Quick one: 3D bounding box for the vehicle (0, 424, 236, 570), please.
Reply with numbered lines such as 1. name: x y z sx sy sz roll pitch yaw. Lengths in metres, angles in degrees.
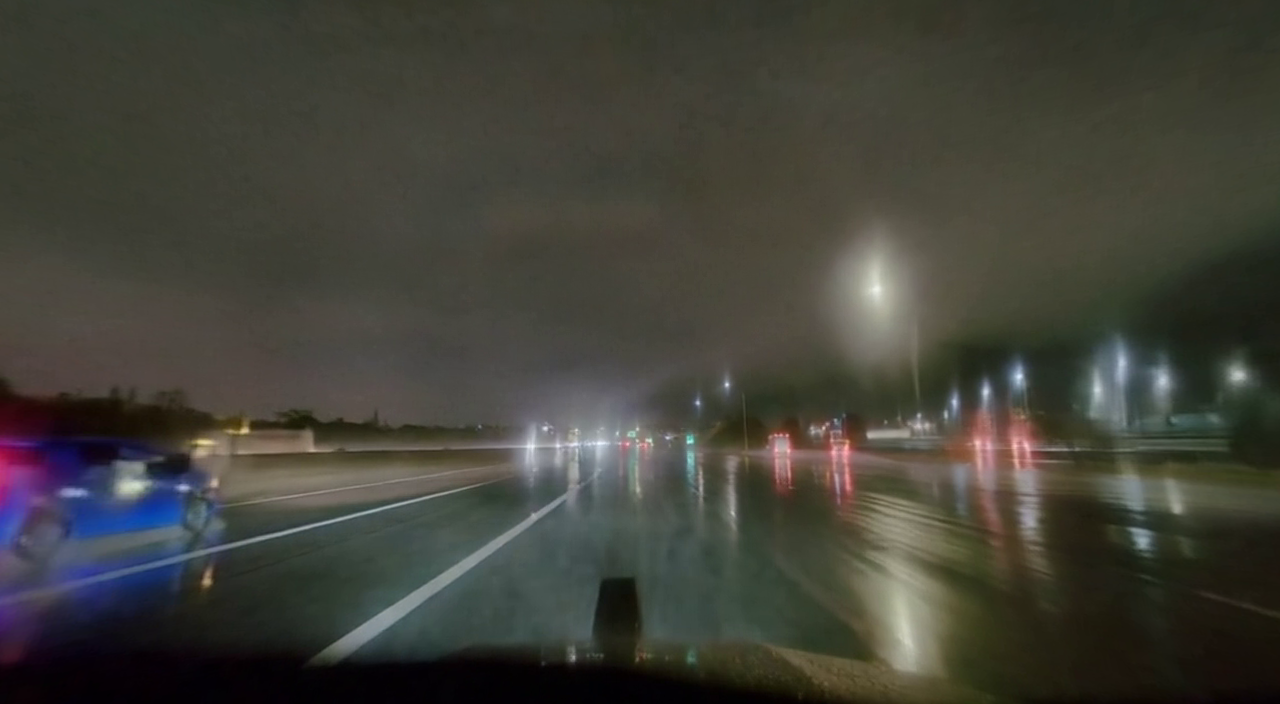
1. vehicle: -7.845 1.753 8.170 2.005 1.545 4.874 0 -8 0
